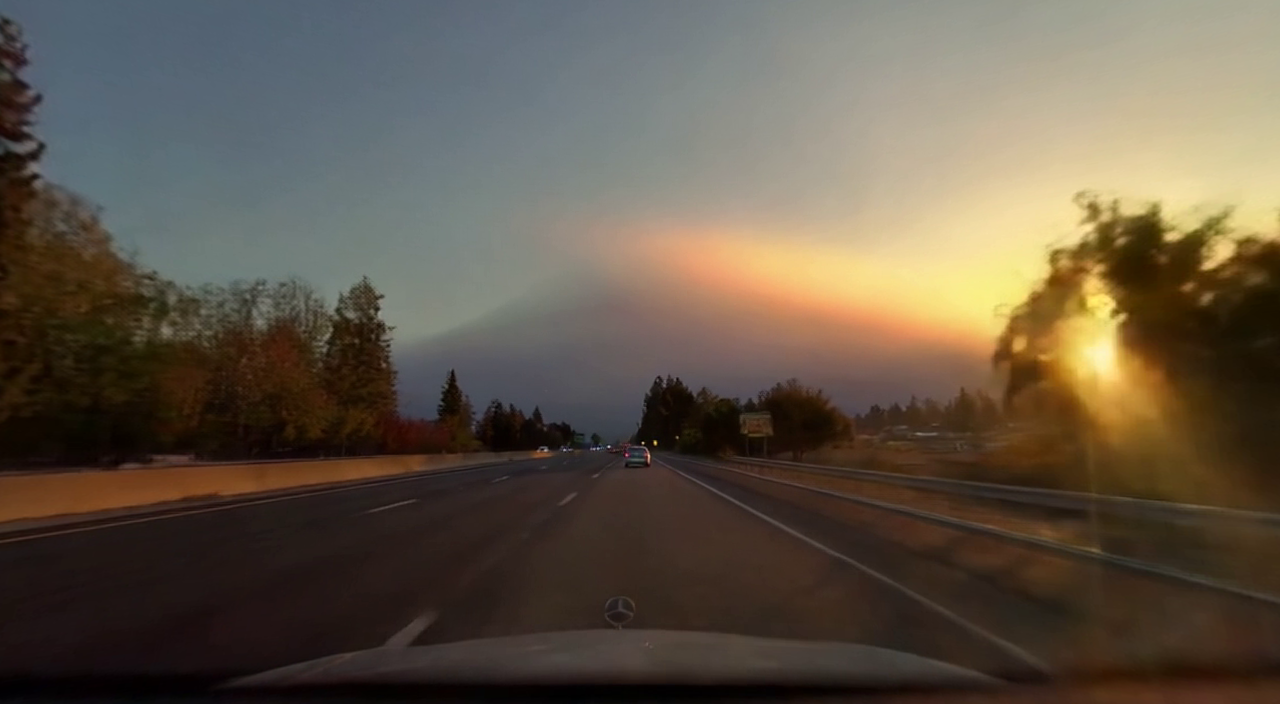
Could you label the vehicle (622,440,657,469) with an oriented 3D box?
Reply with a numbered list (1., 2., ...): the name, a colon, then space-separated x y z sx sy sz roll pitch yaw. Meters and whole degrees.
1. vehicle: -0.082 6.535 40.049 2.120 1.715 4.153 0 -9 -1
